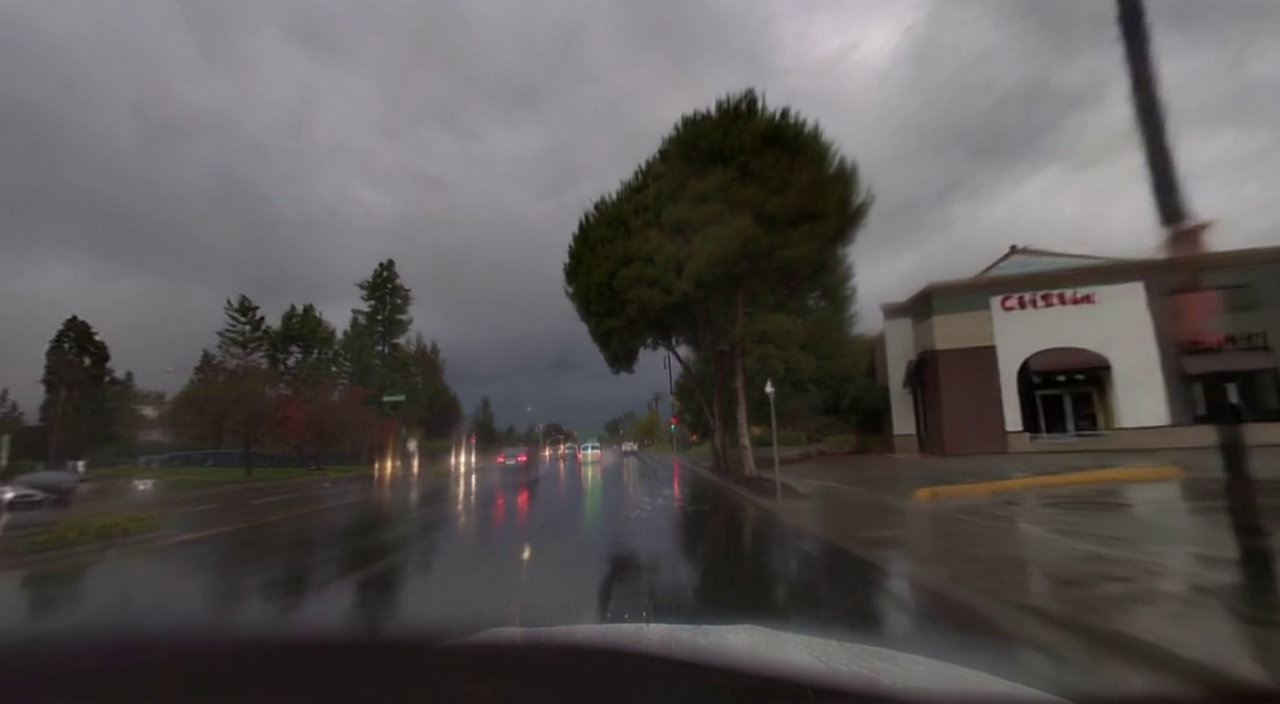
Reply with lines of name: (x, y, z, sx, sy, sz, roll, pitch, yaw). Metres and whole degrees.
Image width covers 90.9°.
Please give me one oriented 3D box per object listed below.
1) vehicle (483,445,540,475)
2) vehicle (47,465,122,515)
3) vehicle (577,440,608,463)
vehicle: (-6.565, 5.546, 32.615, 2.072, 1.427, 4.328, -1, -9, 0)
vehicle: (-23.275, 5.673, 26.397, 2.073, 1.734, 4.615, 7, -11, -42)
vehicle: (-3.587, 7.612, 48.196, 2.100, 1.661, 3.837, -1, -9, 0)
